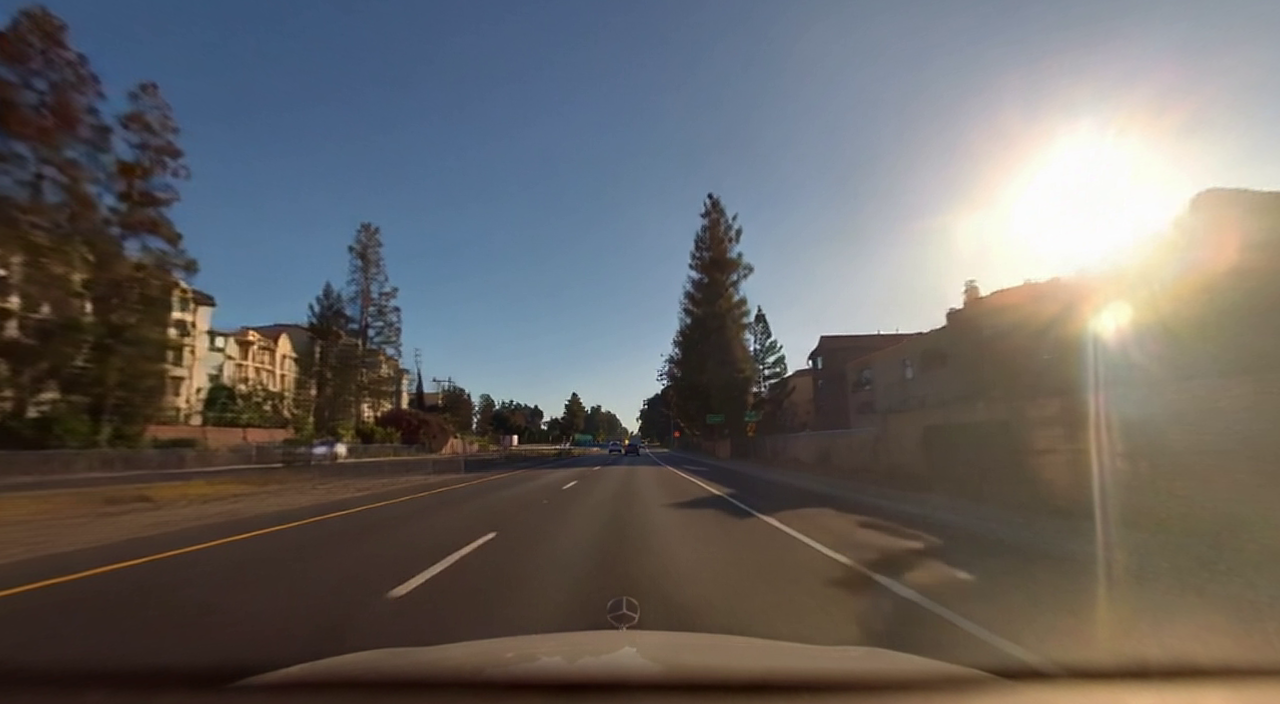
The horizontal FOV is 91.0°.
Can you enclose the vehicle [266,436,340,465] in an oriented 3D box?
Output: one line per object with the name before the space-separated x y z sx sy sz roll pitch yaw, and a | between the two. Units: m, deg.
vehicle | -25.604 7.504 48.197 2.319 2.056 5.913 0 -8 0
